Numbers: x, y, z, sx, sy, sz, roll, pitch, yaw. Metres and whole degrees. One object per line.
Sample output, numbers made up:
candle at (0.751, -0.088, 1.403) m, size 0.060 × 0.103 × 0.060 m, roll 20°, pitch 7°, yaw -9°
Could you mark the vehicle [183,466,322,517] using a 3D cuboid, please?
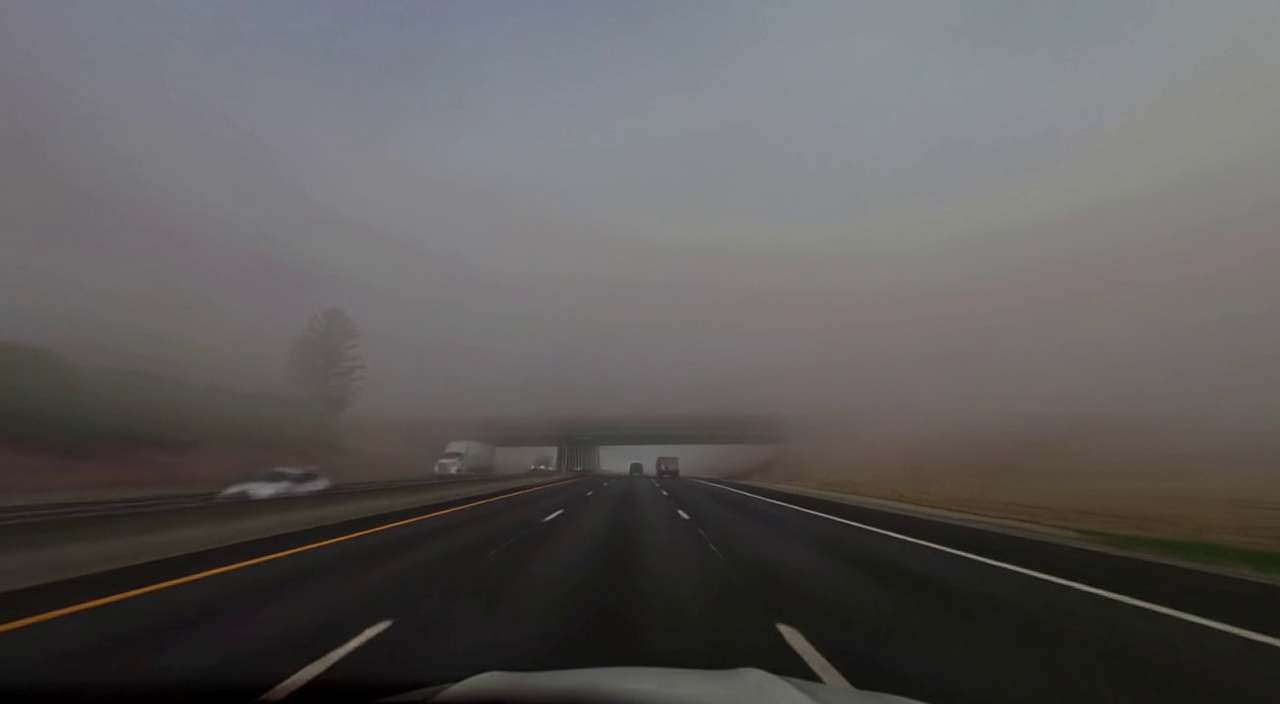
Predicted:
vehicle at (-12.670, 4.563, 20.995) m, size 1.835 × 1.448 × 4.324 m, roll 1°, pitch -10°, yaw 0°
